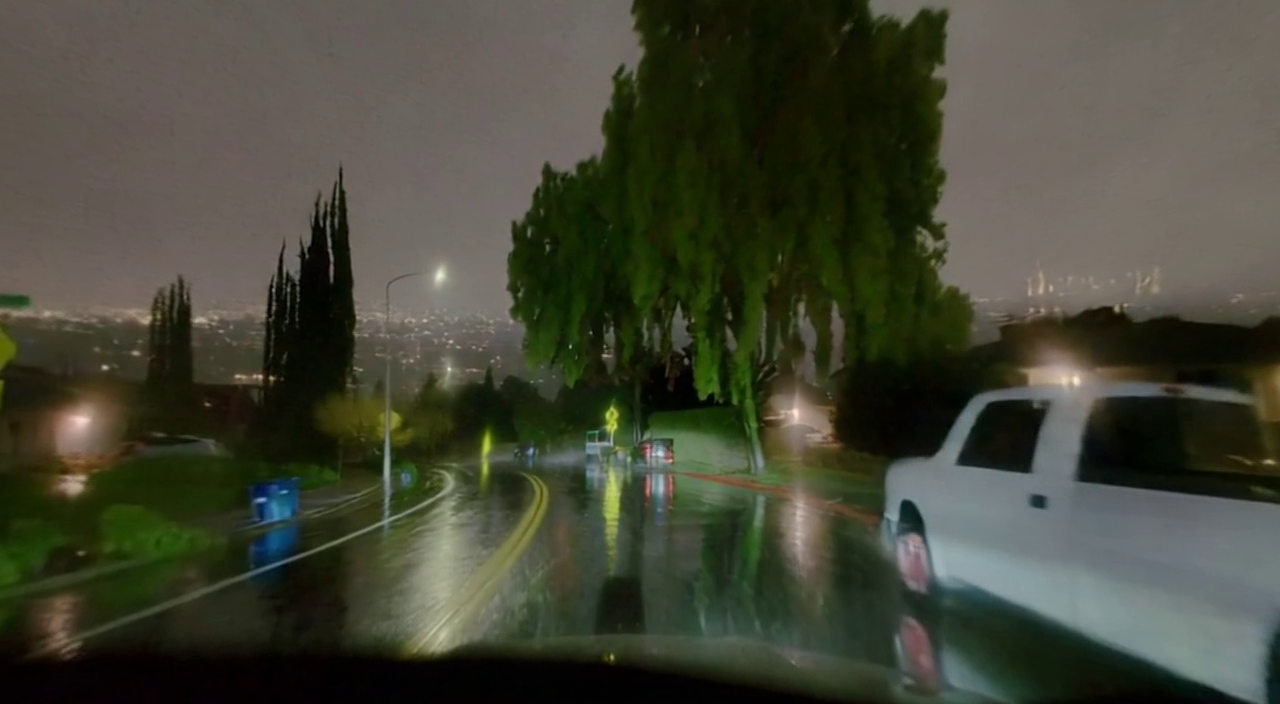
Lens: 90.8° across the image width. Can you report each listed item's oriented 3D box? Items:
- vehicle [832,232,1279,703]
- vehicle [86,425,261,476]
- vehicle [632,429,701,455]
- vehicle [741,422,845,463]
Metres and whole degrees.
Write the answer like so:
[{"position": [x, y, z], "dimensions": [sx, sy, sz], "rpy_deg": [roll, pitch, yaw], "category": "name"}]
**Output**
[{"position": [2.959, 0.738, 3.053], "dimensions": [2.180, 1.849, 5.423], "rpy_deg": [0, -8, -2], "category": "vehicle"}, {"position": [-16.251, 3.447, 22.280], "dimensions": [4.464, 1.681, 1.906], "rpy_deg": [1, -8, -11], "category": "vehicle"}, {"position": [1.901, 6.444, 45.237], "dimensions": [4.583, 1.710, 1.858], "rpy_deg": [2, -9, -20], "category": "vehicle"}, {"position": [7.355, 4.349, 30.517], "dimensions": [4.416, 1.855, 2.060], "rpy_deg": [2, -9, -19], "category": "vehicle"}]
